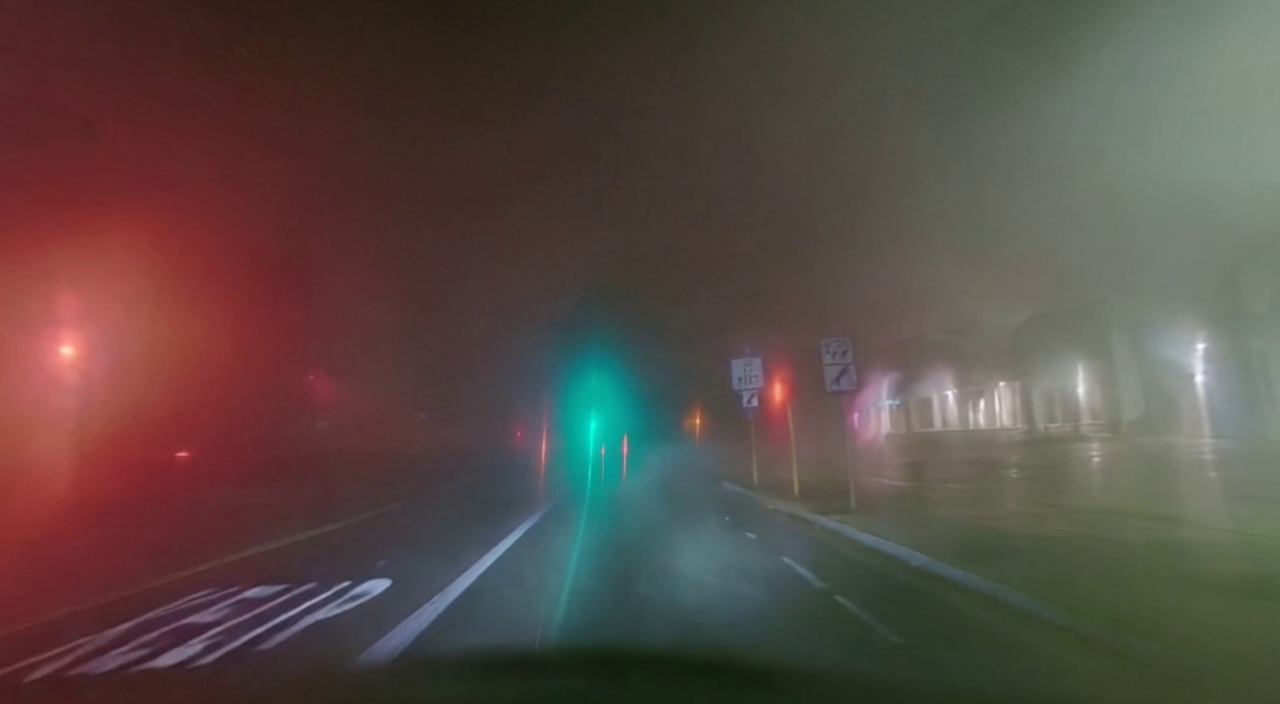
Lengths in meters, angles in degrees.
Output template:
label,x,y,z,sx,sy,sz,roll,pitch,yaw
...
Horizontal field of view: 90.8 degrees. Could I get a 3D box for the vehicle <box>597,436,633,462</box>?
label,x,y,z,sx,sy,sz,roll,pitch,yaw
vehicle,-1.552,5.915,38.907,2.131,1.474,4.146,0,-8,-2
